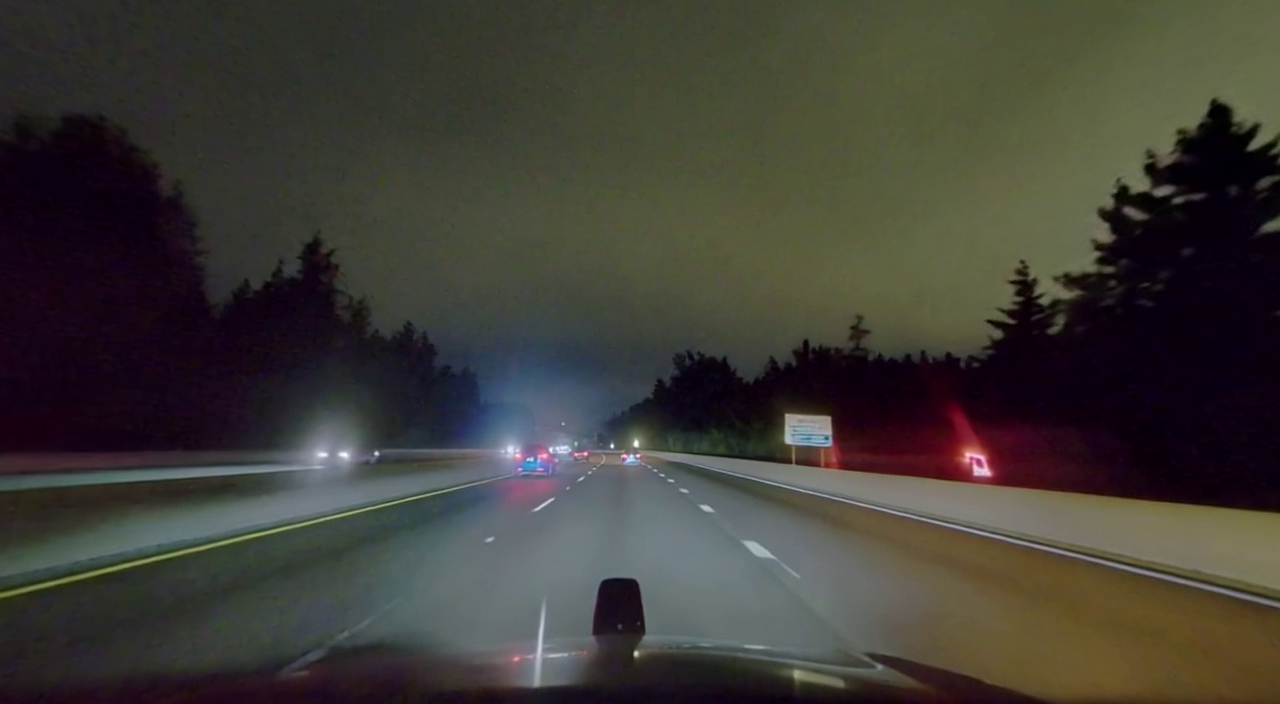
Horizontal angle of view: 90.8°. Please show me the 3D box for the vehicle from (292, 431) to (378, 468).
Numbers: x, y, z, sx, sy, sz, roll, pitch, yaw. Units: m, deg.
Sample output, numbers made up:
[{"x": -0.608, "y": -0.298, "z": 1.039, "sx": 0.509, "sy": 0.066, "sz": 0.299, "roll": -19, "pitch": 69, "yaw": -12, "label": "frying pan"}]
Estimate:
[{"x": -13.539, "y": 4.365, "z": 28.299, "sx": 1.932, "sy": 1.527, "sz": 3.899, "roll": 0, "pitch": -9, "yaw": 0, "label": "vehicle"}]

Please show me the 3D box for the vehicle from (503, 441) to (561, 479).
[{"x": -5.115, "y": 5.169, "z": 30.452, "sx": 2.088, "sy": 1.675, "sz": 4.108, "roll": 0, "pitch": -9, "yaw": 0, "label": "vehicle"}]
